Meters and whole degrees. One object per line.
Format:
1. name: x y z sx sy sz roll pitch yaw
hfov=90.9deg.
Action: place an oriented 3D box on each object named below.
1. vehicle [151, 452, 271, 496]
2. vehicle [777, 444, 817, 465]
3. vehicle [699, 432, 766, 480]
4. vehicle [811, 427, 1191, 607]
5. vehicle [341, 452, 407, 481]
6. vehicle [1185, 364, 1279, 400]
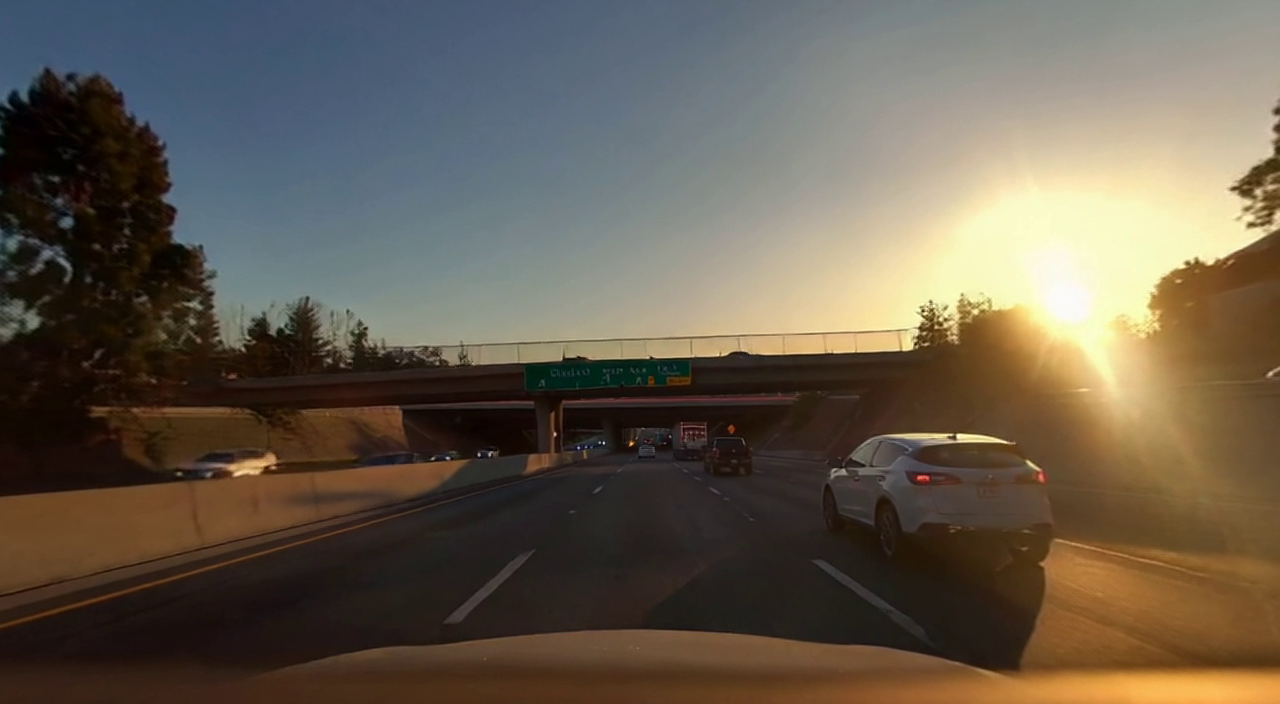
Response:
1. vehicle: -18.368 5.218 27.327 2.027 1.666 4.508 0 -8 0
2. vehicle: 11.683 7.639 47.074 1.926 1.451 3.936 0 -8 -1
3. vehicle: 3.855 4.445 27.130 2.086 1.858 4.737 0 -8 -1
4. vehicle: 3.636 1.708 7.560 1.902 1.481 4.451 0 -8 0
5. vehicle: -15.272 6.590 36.501 1.864 1.480 4.473 0 -8 1
6. vehicle: 36.218 1.909 38.282 2.024 1.757 4.696 -1 -8 1
